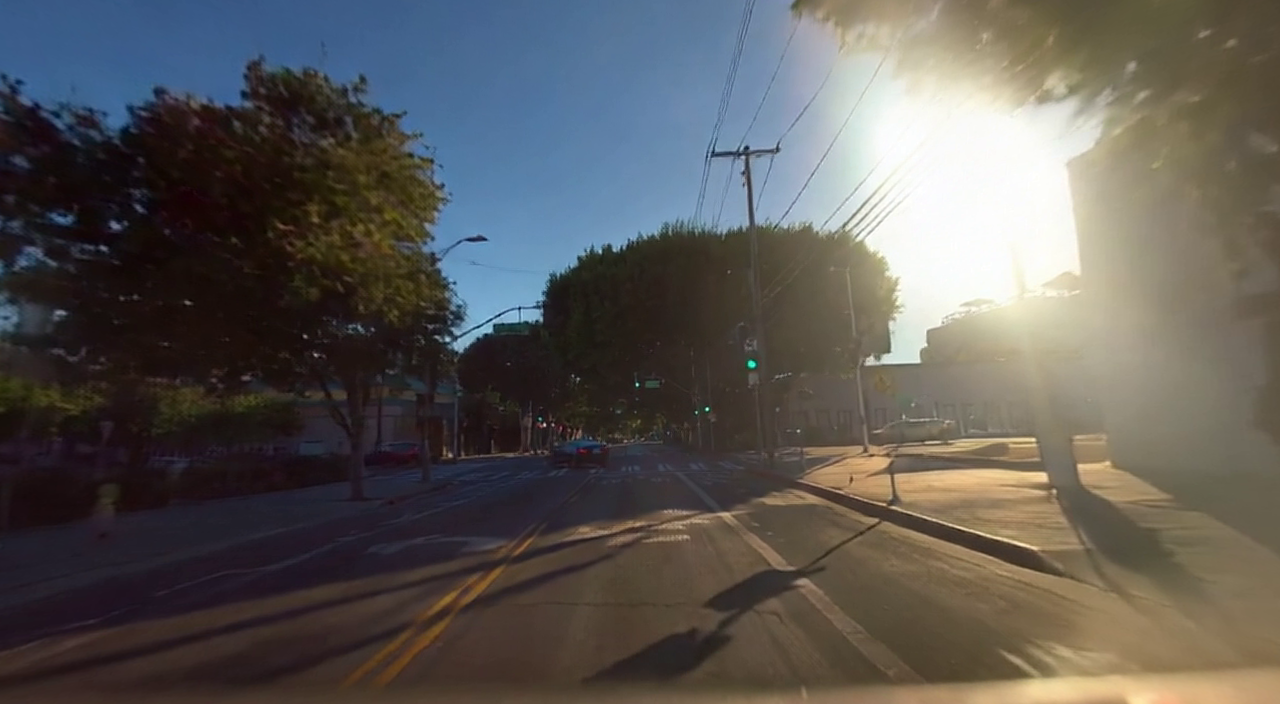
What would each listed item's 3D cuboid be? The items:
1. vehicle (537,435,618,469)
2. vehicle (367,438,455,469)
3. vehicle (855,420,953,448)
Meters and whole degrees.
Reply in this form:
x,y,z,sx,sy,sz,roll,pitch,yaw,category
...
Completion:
x,y,z,sx,sy,sz,roll,pitch,yaw,category
-3.143,4.855,30.844,2.118,1.478,4.624,5,-10,-31,vehicle
-13.445,5.981,37.218,4.472,1.736,1.874,-2,-9,11,vehicle
14.683,4.595,35.289,4.632,1.484,1.907,0,-8,-1,vehicle
